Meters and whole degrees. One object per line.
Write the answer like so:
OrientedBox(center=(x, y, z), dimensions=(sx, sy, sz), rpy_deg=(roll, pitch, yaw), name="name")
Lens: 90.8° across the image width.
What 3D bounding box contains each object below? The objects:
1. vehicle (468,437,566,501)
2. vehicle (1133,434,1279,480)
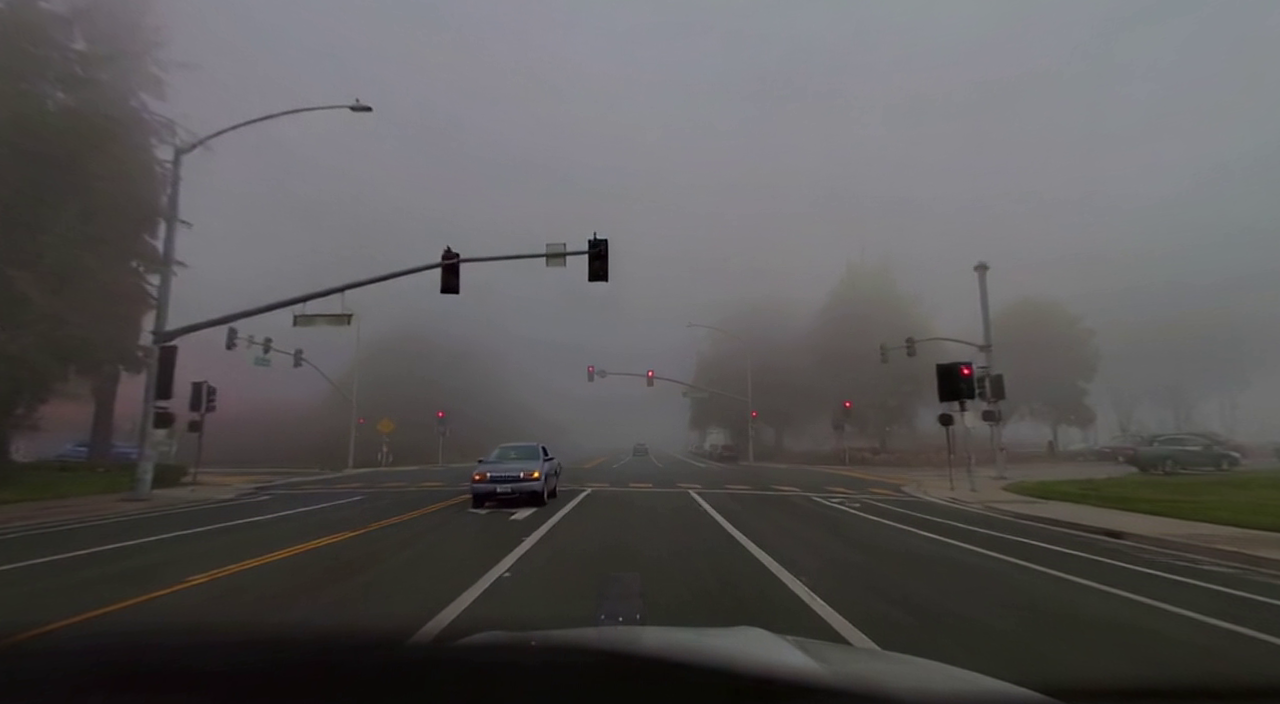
OrientedBox(center=(-3.270, 3.180, 17.553), dimensions=(1.915, 1.553, 3.846), rpy_deg=(0, -8, 0), name="vehicle")
OrientedBox(center=(23.260, 4.299, 25.976), dimensions=(4.246, 1.750, 1.954), rpy_deg=(0, -8, 1), name="vehicle")
